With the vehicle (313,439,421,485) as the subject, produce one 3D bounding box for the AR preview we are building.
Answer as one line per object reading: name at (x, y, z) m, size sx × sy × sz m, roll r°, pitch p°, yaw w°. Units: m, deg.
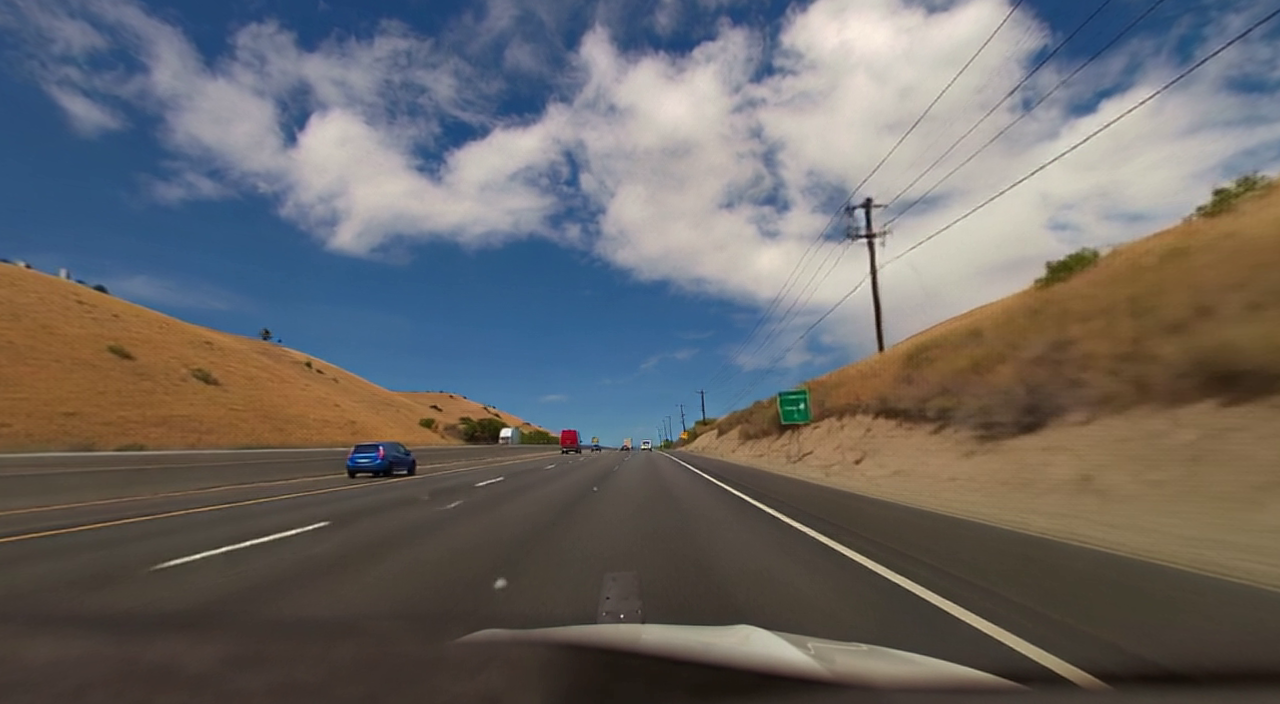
vehicle at (-10.378, 4.200, 24.439) m, size 1.971 × 1.558 × 4.847 m, roll 0°, pitch -8°, yaw 0°
